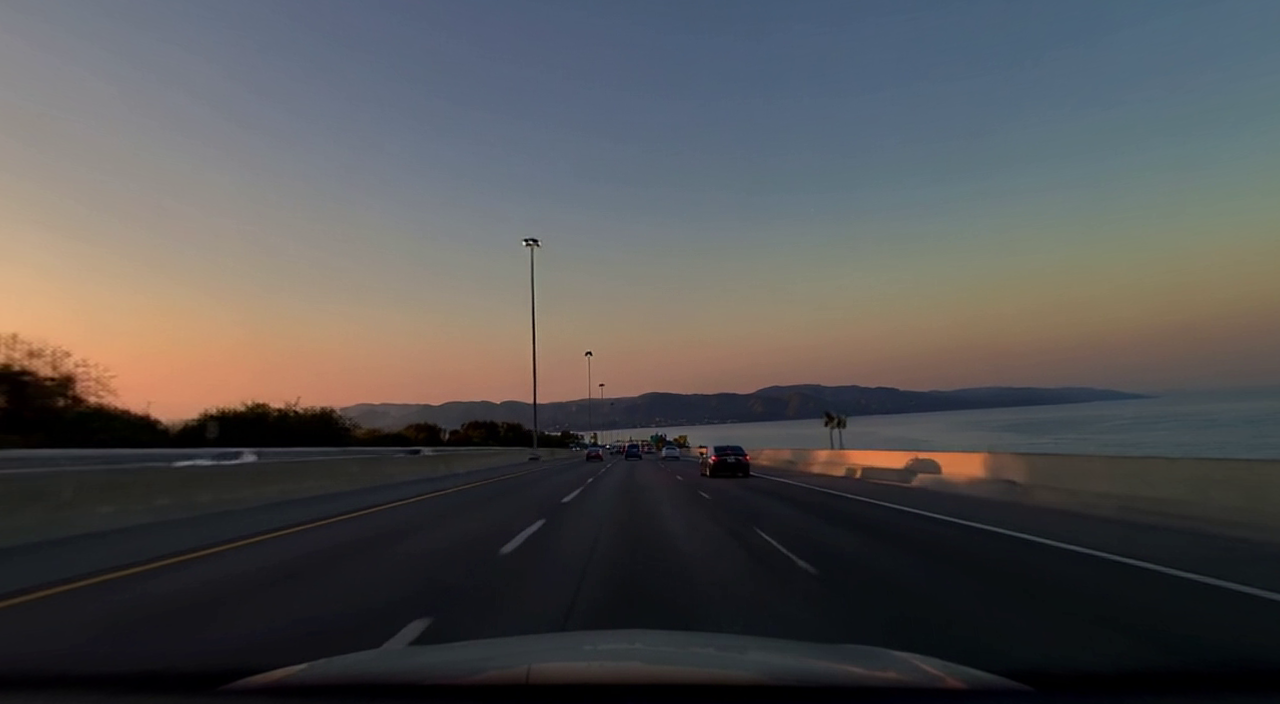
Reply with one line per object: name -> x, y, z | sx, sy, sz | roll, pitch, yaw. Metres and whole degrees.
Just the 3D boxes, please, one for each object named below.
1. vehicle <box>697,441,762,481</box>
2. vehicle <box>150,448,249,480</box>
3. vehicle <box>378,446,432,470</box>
vehicle -> 3.497, 4.354, 25.560 | 1.890, 1.490, 4.373 | 0, -8, -1
vehicle -> -23.012, 5.845, 33.259 | 1.909, 1.506, 4.546 | 0, -8, 0
vehicle -> -15.486, 6.994, 41.840 | 1.817, 1.467, 4.498 | 0, -8, 0
